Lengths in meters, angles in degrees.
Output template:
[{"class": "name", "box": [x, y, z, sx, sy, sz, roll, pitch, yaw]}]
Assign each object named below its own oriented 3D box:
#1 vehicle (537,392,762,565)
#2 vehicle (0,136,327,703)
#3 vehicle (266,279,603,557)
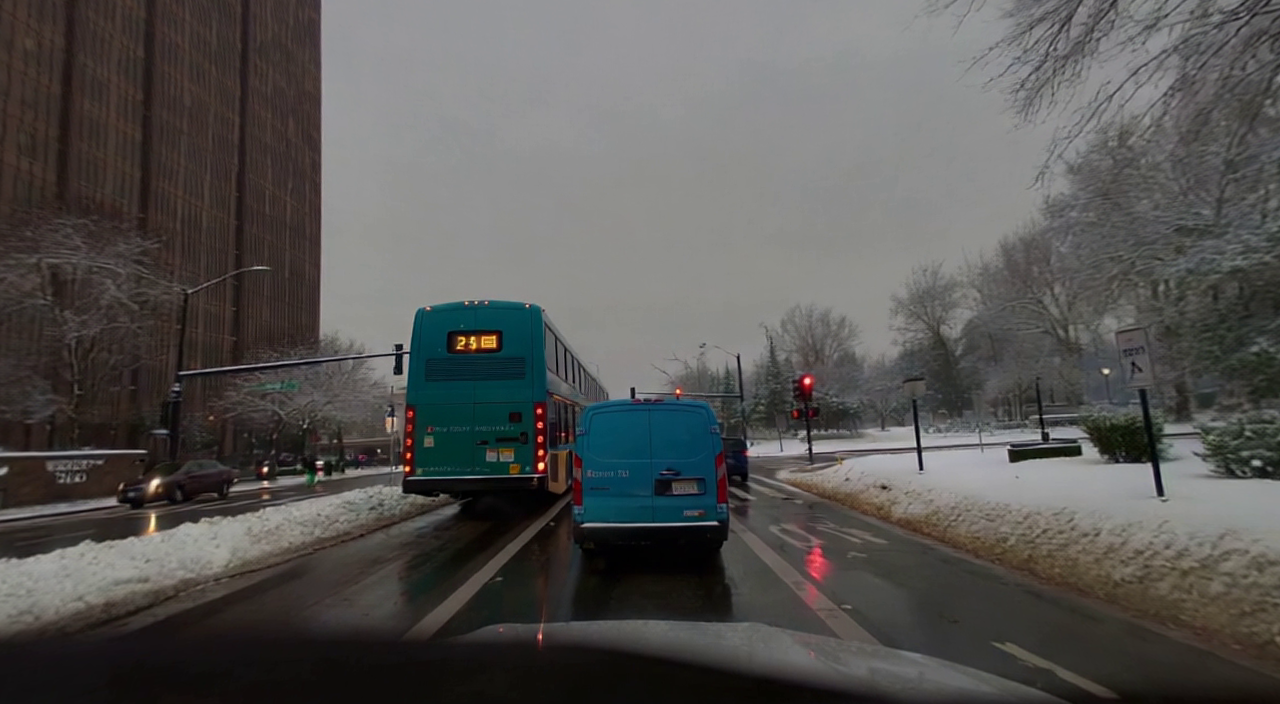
[{"class": "vehicle", "box": [0.133, 1.740, 9.274, 2.500, 1.912, 4.270, 0, -9, 1]}, {"class": "vehicle", "box": [-2.749, 0.326, 0.227, 2.329, 2.089, 5.659, 0, -9, 0]}, {"class": "vehicle", "box": [-2.906, 1.792, 14.604, 3.042, 3.445, 13.615, 0, -9, 1]}]
